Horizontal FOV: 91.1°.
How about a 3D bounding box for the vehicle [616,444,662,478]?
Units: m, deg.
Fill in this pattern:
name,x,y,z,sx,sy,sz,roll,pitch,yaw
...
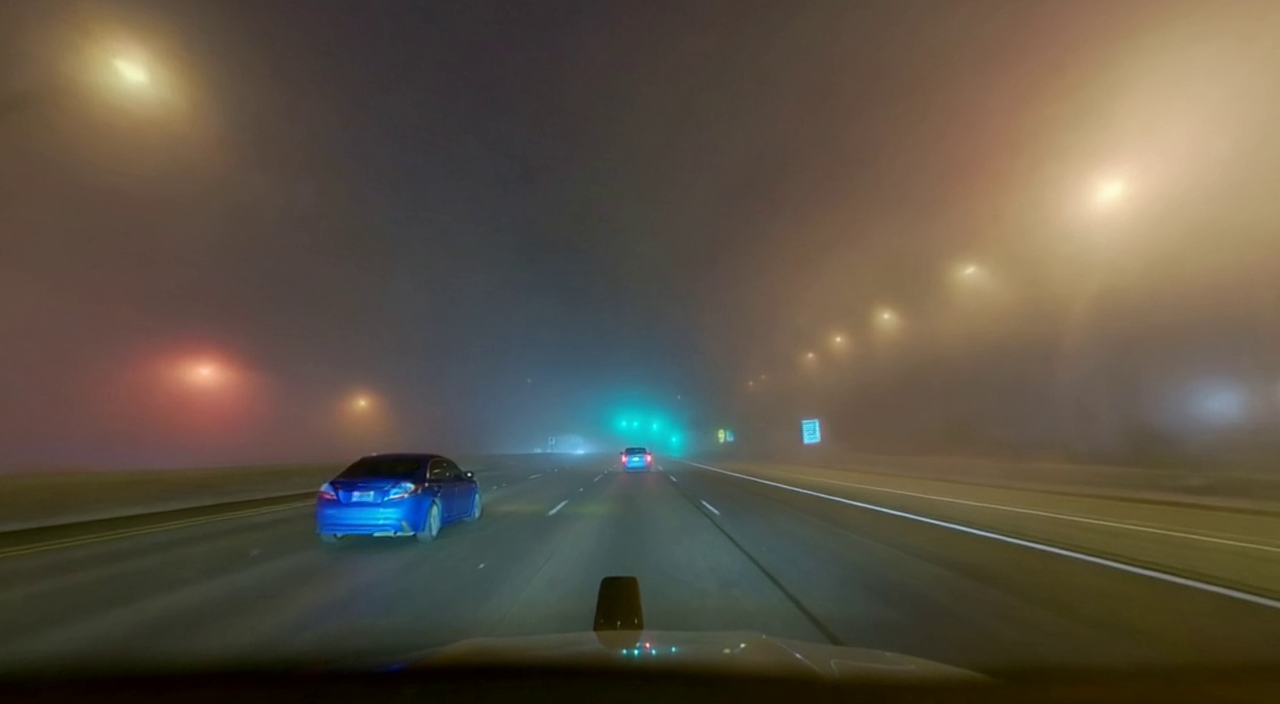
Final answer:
name,x,y,z,sx,sy,sz,roll,pitch,yaw
vehicle,-0.084,5.232,30.364,2.055,1.501,4.321,0,-9,0
